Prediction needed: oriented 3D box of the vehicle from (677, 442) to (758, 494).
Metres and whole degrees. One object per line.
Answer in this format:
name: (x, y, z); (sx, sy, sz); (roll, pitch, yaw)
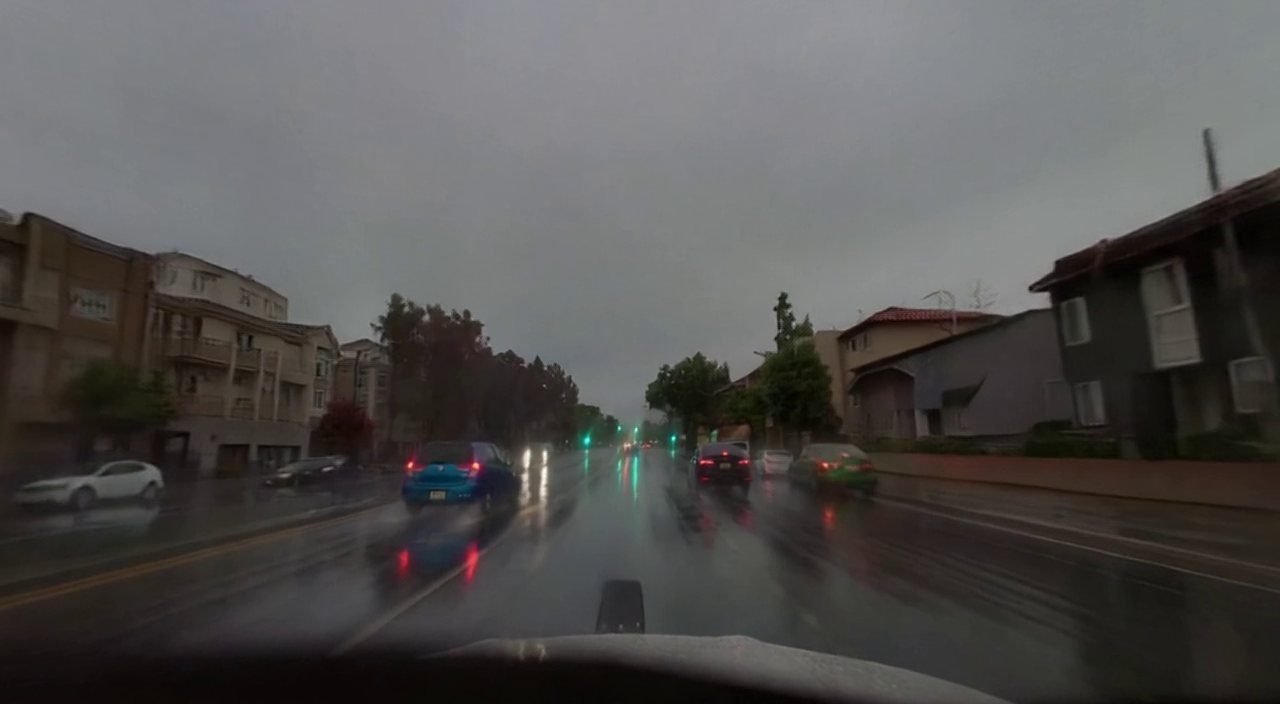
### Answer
vehicle: (2.359, 3.660, 20.370); (1.978, 1.471, 4.426); (0, -8, -1)

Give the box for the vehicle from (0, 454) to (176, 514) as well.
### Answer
vehicle: (-18.111, 4.272, 20.951); (2.003, 1.699, 4.524); (-2, -9, -1)

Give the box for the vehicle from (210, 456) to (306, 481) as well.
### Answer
vehicle: (-24.104, 7.337, 40.001); (4.816, 1.482, 1.995); (-1, -9, 3)

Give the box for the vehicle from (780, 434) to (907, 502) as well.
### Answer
vehicle: (6.006, 3.473, 19.477); (2.085, 1.782, 5.258); (0, -8, -1)

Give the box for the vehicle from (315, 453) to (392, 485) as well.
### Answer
vehicle: (-15.054, 6.130, 33.477); (1.907, 1.494, 4.549); (0, -9, 1)

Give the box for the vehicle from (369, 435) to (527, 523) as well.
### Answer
vehicle: (-3.767, 2.545, 13.242); (2.062, 1.527, 4.044); (0, -8, 0)
